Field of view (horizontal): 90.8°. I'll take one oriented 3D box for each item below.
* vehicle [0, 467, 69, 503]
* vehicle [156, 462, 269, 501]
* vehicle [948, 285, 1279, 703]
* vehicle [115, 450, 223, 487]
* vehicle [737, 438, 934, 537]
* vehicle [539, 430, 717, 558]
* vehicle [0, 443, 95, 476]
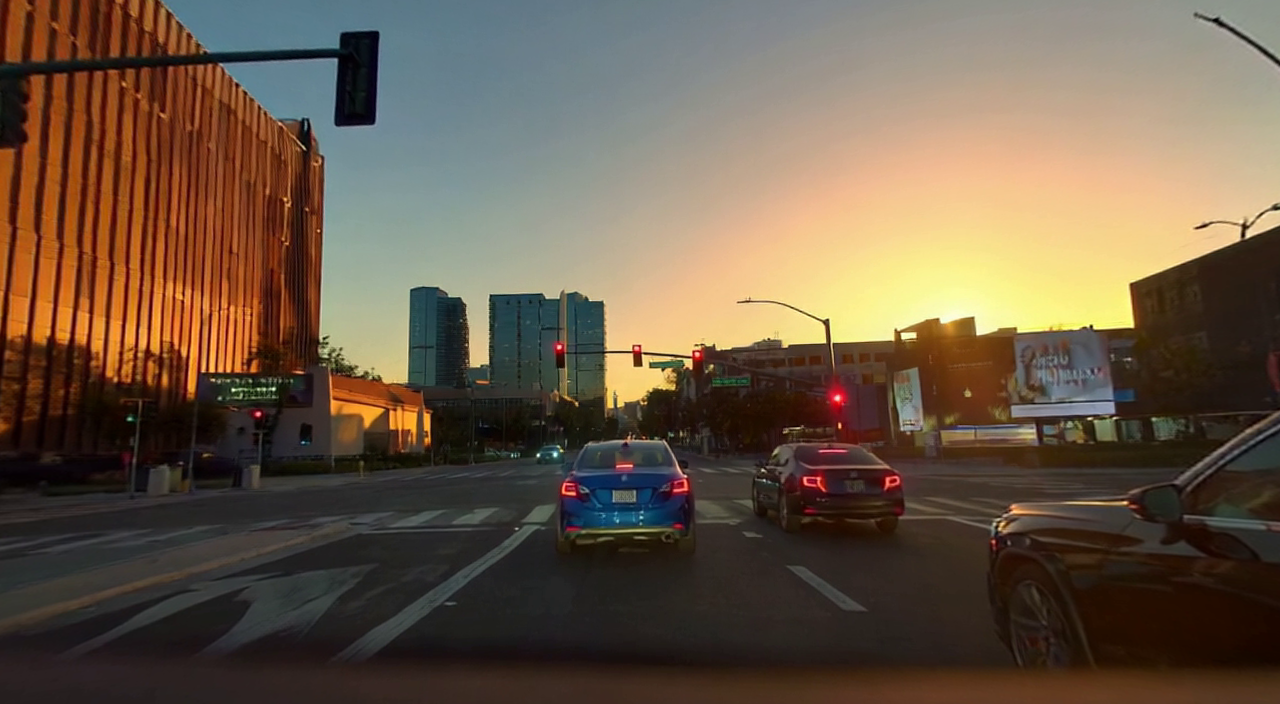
[{"bbox_3d":[-28.024,6.104,29.262,1.972,1.433,4.324,8,-12,-39],"label":"vehicle"},{"bbox_3d":[-19.100,5.789,28.521,1.942,1.453,4.448,0,-8,0],"label":"vehicle"},{"bbox_3d":[2.997,0.667,1.774,2.047,1.785,4.357,0,-8,0],"label":"vehicle"},{"bbox_3d":[-27.511,6.796,37.170,2.300,1.932,5.056,-1,-9,2],"label":"vehicle"},{"bbox_3d":[3.198,2.304,11.460,2.009,1.414,4.416,0,-8,-2],"label":"vehicle"},{"bbox_3d":[-0.159,1.974,9.485,2.095,1.502,3.873,0,-8,0],"label":"vehicle"},{"bbox_3d":[-35.704,6.335,37.388,2.145,1.797,5.198,-1,-8,1],"label":"vehicle"}]
